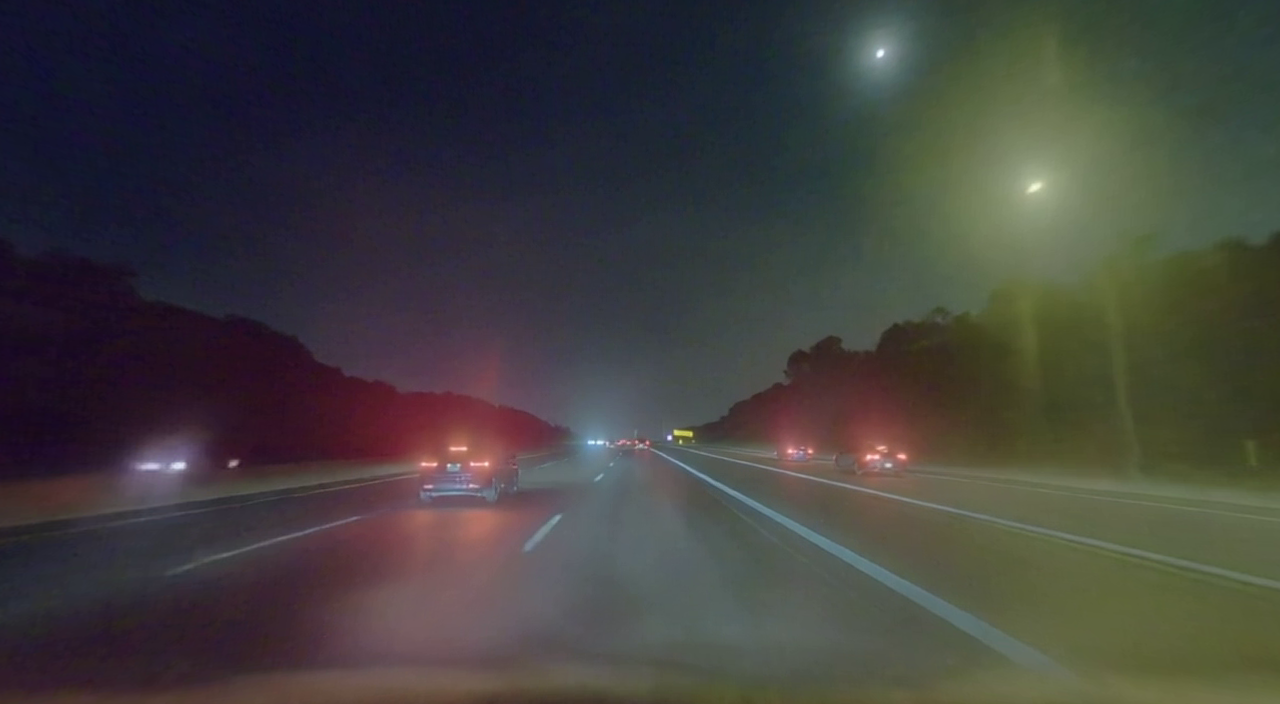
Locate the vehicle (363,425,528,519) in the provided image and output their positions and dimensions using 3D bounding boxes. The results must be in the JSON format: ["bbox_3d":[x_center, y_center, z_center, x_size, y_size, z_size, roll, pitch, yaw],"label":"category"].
[{"bbox_3d":[-3.724,2.352,12.993,2.039,1.589,4.324,0,-8,0],"label":"vehicle"}]
